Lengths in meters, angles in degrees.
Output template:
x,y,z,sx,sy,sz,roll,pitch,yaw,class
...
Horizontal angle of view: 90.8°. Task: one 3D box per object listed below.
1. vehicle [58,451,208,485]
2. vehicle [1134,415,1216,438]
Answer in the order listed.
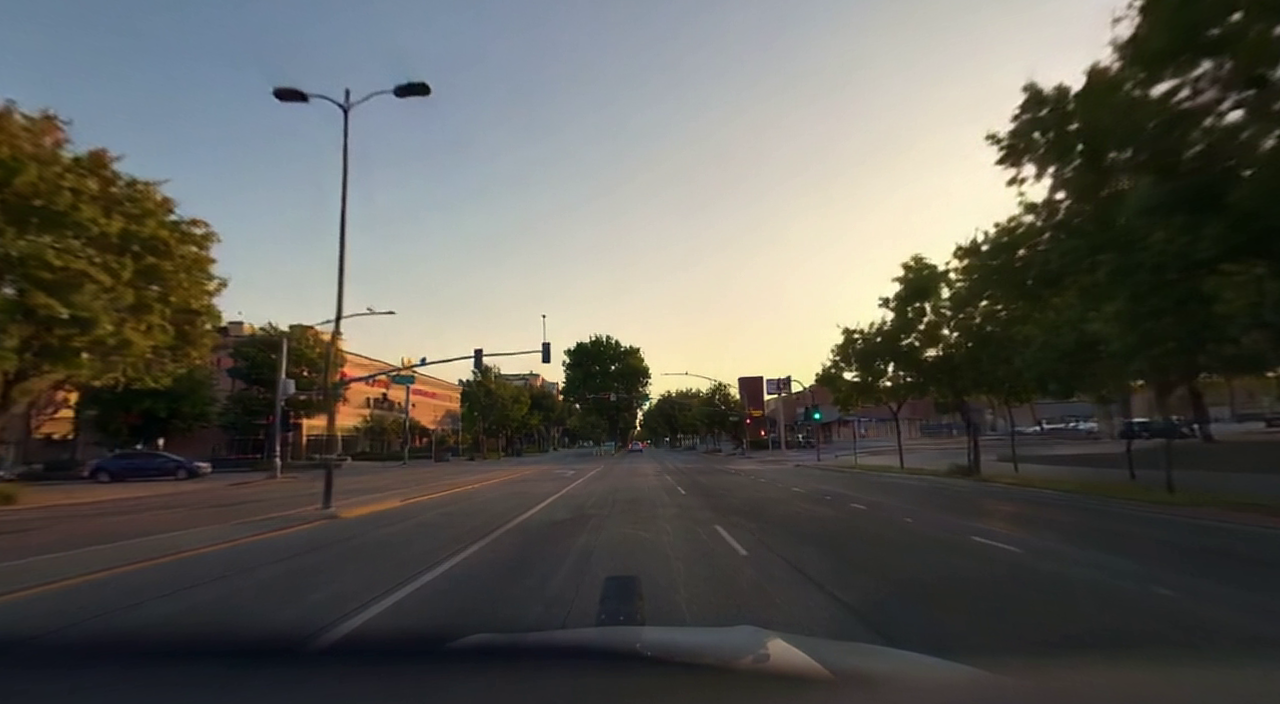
x,y,z,sx,sy,sz,roll,pitch,yaw,class
-29.629,6.774,37.119,6.525,1.890,2.481,0,-9,-1,vehicle
40.038,5.607,47.343,4.388,1.651,1.918,0,-9,-2,vehicle
